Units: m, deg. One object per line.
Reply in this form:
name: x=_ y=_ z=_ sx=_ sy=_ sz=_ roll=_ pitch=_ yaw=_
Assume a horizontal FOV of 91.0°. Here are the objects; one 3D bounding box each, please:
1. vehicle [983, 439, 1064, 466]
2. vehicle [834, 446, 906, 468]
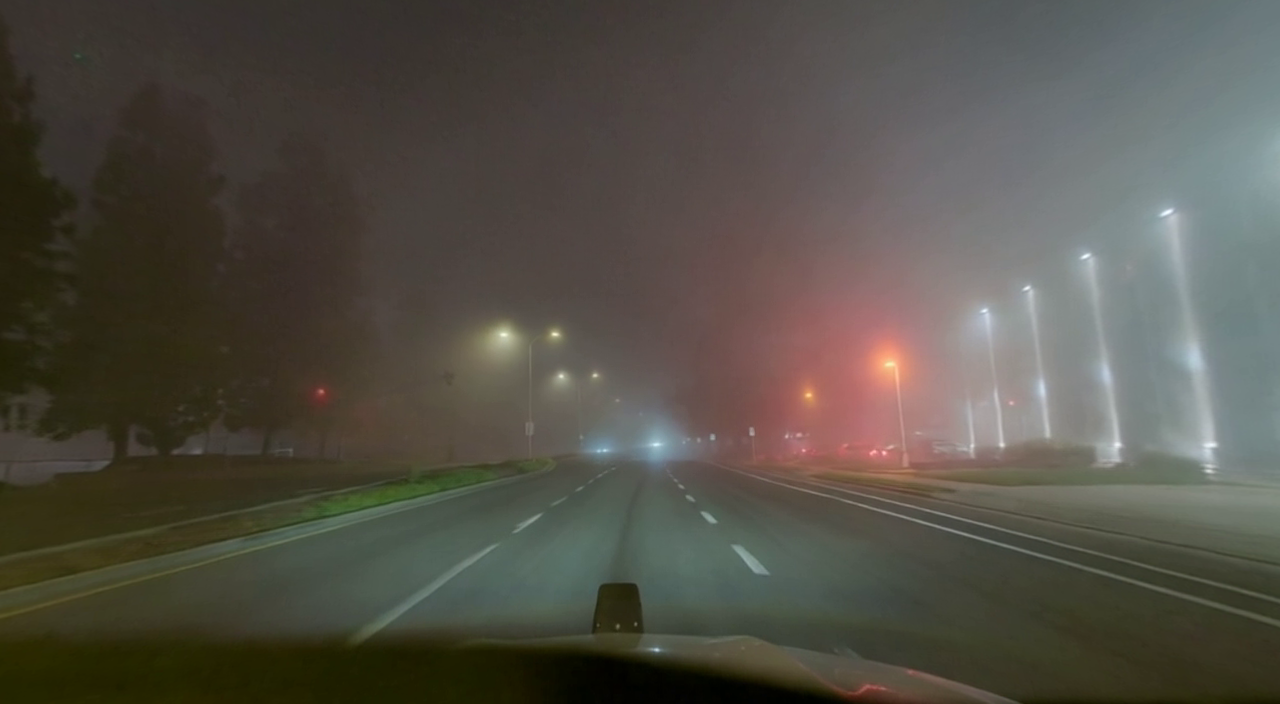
vehicle: x=28.491 y=7.487 z=46.824 sx=4.627 sy=1.659 sz=1.882 roll=-4 pitch=-7 yaw=3
vehicle: x=16.196 y=7.386 z=44.484 sx=4.331 sy=1.469 sz=2.008 roll=-1 pitch=-9 yaw=4
